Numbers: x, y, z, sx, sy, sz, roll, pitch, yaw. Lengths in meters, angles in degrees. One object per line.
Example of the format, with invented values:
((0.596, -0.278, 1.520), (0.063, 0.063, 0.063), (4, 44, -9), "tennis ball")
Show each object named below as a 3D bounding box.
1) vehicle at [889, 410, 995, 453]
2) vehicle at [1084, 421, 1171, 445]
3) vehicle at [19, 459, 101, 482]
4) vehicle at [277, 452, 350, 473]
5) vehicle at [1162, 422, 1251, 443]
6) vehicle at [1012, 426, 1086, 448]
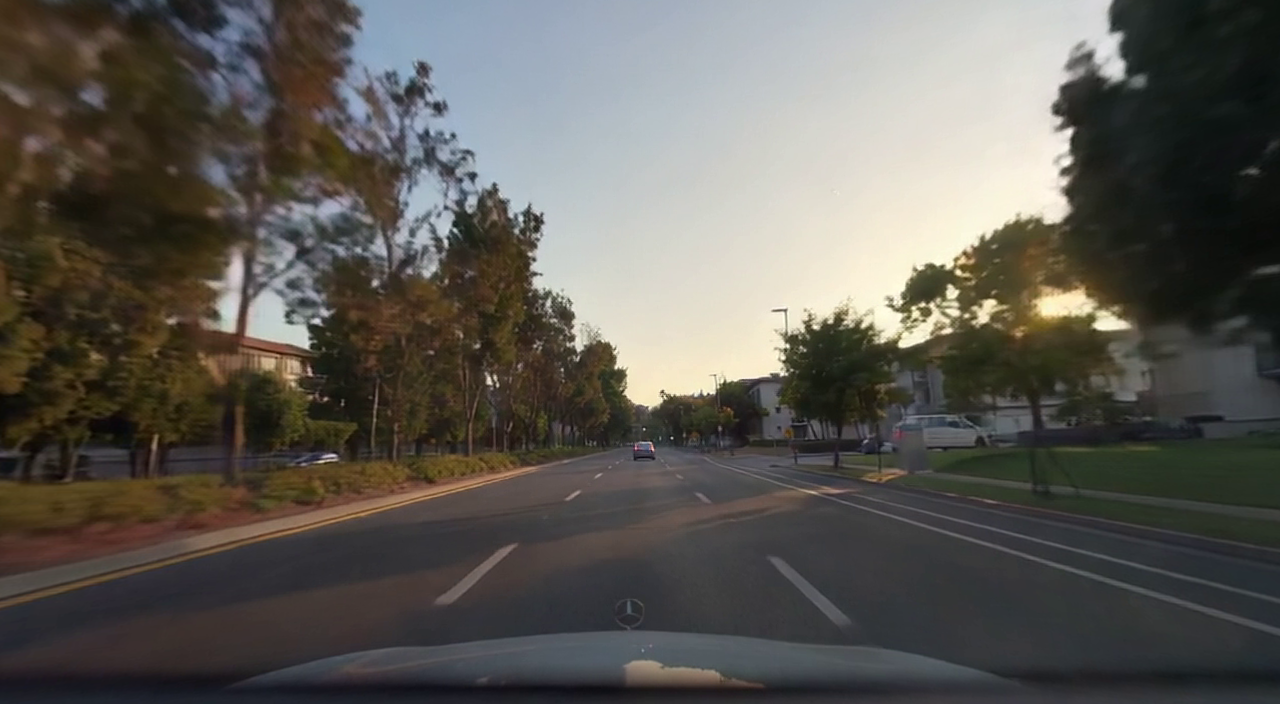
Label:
((21.945, 5.812, 46.063), (6.374, 3.018, 2.476), (0, -8, -1), "vehicle")
((35.236, 5.877, 45.608), (4.578, 1.488, 1.890), (-2, -9, 1), "vehicle")
((-38.688, 7.864, 42.061), (4.135, 1.440, 1.754), (-2, -9, 11), "vehicle")
((-25.372, 8.536, 49.033), (2.004, 1.450, 4.543), (-8, -11, 42), "vehicle")
((40.956, 5.830, 45.619), (4.568, 1.459, 1.789), (0, -8, 1), "vehicle")
((29.555, 6.147, 45.623), (4.101, 1.518, 1.749), (0, -8, -1), "vehicle")
